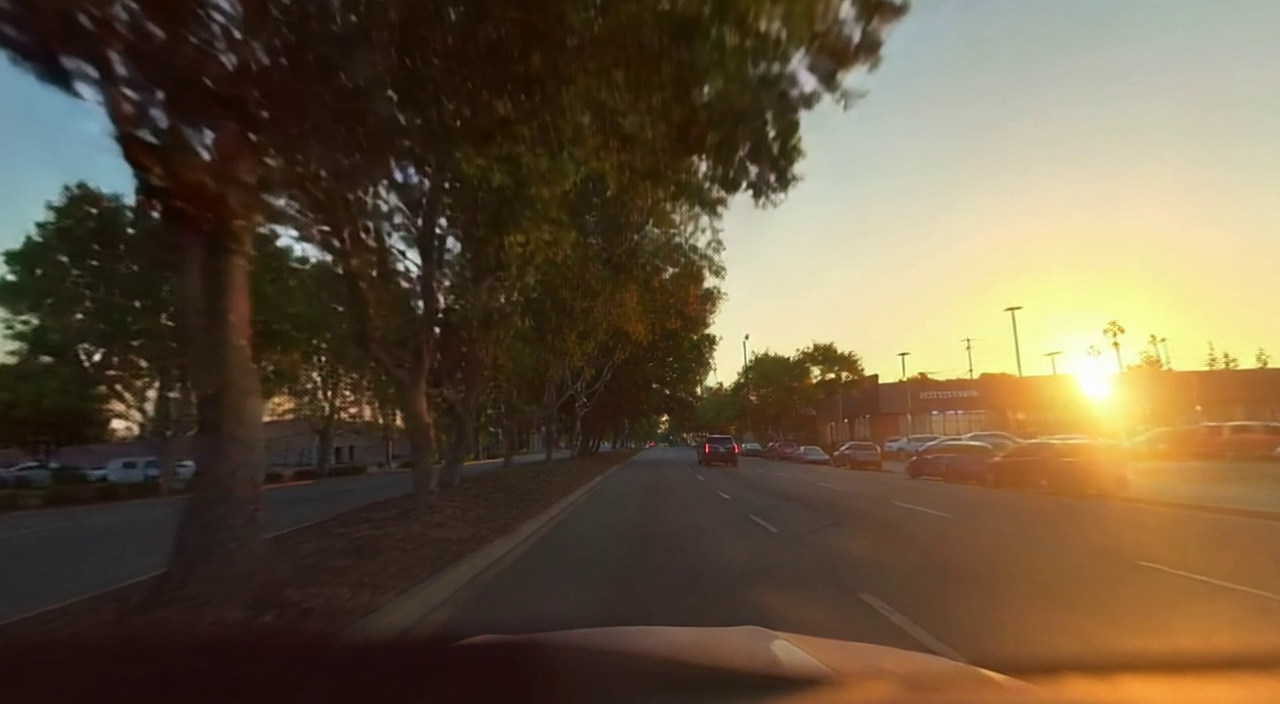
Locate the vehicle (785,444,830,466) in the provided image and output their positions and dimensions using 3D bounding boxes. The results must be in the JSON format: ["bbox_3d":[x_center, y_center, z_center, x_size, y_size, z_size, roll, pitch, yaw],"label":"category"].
[{"bbox_3d":[11.247,6.921,42.548,1.824,1.364,4.238,0,-9,0],"label":"vehicle"}]

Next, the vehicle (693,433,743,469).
[{"bbox_3d":[4.229,5.461,34.879,2.183,1.845,4.482,0,-9,0],"label":"vehicle"}]

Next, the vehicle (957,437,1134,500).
[{"bbox_3d":[10.766,3.111,17.225,1.842,1.474,4.456,0,-9,0],"label":"vehicle"}]

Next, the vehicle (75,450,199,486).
[{"bbox_3d":[-27.185,6.275,34.201,4.874,1.859,2.019,0,-9,-3],"label":"vehicle"}]

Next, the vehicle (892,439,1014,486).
[{"bbox_3d":[10.944,3.892,22.515,1.894,1.469,4.730,0,-8,-1],"label":"vehicle"}]

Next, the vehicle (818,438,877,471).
[{"bbox_3d":[11.092,5.512,33.999,1.958,1.654,4.258,-1,-9,4],"label":"vehicle"}]
